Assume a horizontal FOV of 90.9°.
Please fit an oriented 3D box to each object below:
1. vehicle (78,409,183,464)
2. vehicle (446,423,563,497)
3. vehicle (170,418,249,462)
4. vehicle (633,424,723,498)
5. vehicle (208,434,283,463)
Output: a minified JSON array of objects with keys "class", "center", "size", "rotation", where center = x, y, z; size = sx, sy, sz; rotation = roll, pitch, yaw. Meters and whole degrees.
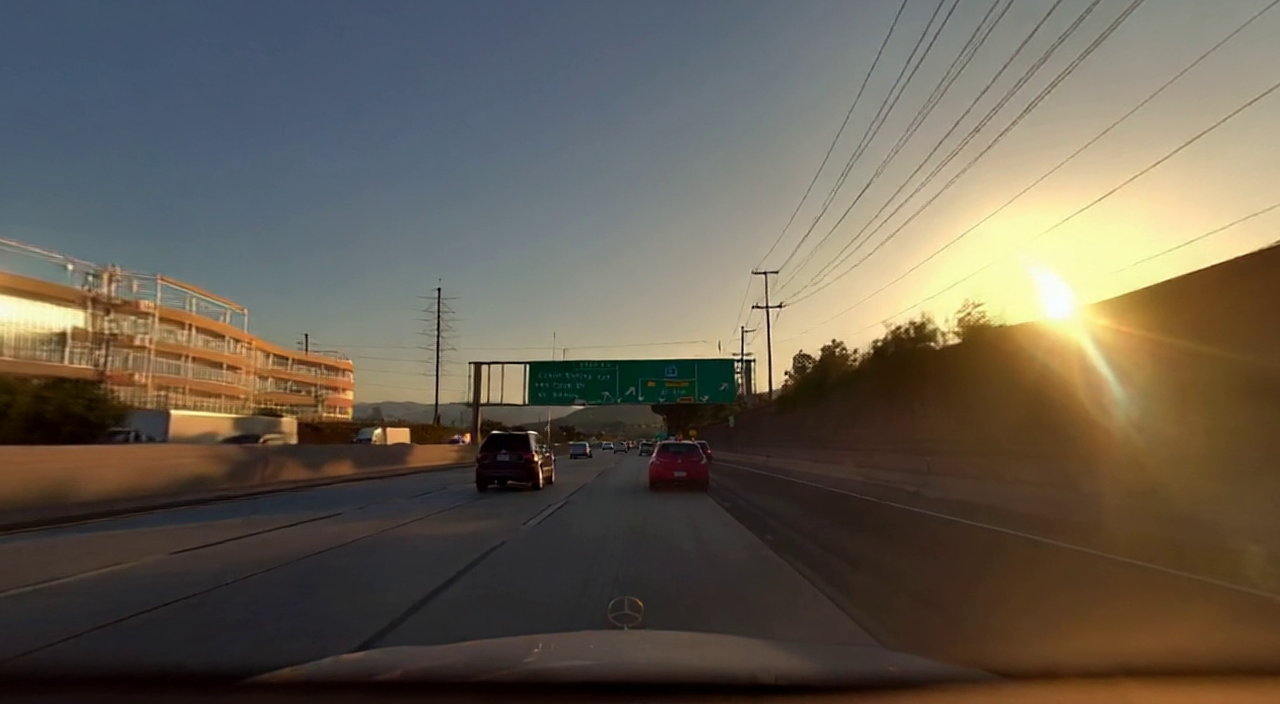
[{"class":"vehicle","center":[-35.688,5.951,44.413],"size":[3.285,3.567,4.773],"rotation":[-1,-8,-1]},{"class":"vehicle","center":[-3.540,2.922,17.445],"size":[2.125,1.764,4.393],"rotation":[0,-8,1]},{"class":"vehicle","center":[-31.894,6.555,46.917],"size":[2.867,3.154,4.023],"rotation":[0,-8,-1]},{"class":"vehicle","center":[0.941,2.883,16.973],"size":[2.134,1.733,4.049],"rotation":[0,-8,1]},{"class":"vehicle","center":[-22.993,5.638,36.936],"size":[1.964,1.561,3.688],"rotation":[0,-8,1]}]
